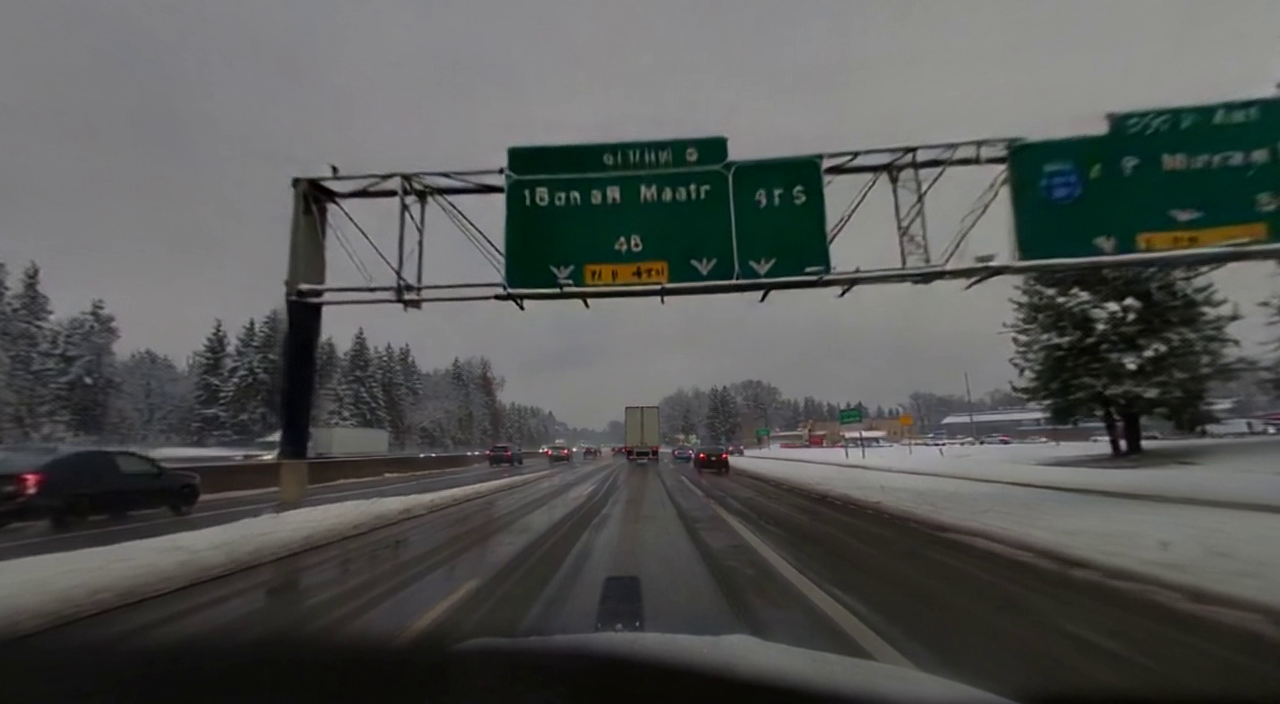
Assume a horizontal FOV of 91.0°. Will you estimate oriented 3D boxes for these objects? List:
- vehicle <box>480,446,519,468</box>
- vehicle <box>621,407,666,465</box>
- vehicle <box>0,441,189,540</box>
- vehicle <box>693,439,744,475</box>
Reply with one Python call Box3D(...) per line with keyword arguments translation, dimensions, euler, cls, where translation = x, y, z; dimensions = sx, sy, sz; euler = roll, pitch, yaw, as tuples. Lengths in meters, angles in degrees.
Box3D(translation=(-10.775, 8.078, 48.586), dimensions=(1.966, 1.627, 4.258), euler=(0, -9, 1), cls="vehicle")
Box3D(translation=(0.427, 6.505, 48.101), dimensions=(3.012, 3.928, 10.262), euler=(0, -9, 2), cls="vehicle")
Box3D(translation=(-10.962, 2.422, 11.492), dimensions=(2.015, 1.521, 4.550), euler=(0, -9, 1), cls="vehicle")
Box3D(translation=(3.980, 5.425, 32.776), dimensions=(2.107, 1.707, 4.445), euler=(0, -9, 0), cls="vehicle")
